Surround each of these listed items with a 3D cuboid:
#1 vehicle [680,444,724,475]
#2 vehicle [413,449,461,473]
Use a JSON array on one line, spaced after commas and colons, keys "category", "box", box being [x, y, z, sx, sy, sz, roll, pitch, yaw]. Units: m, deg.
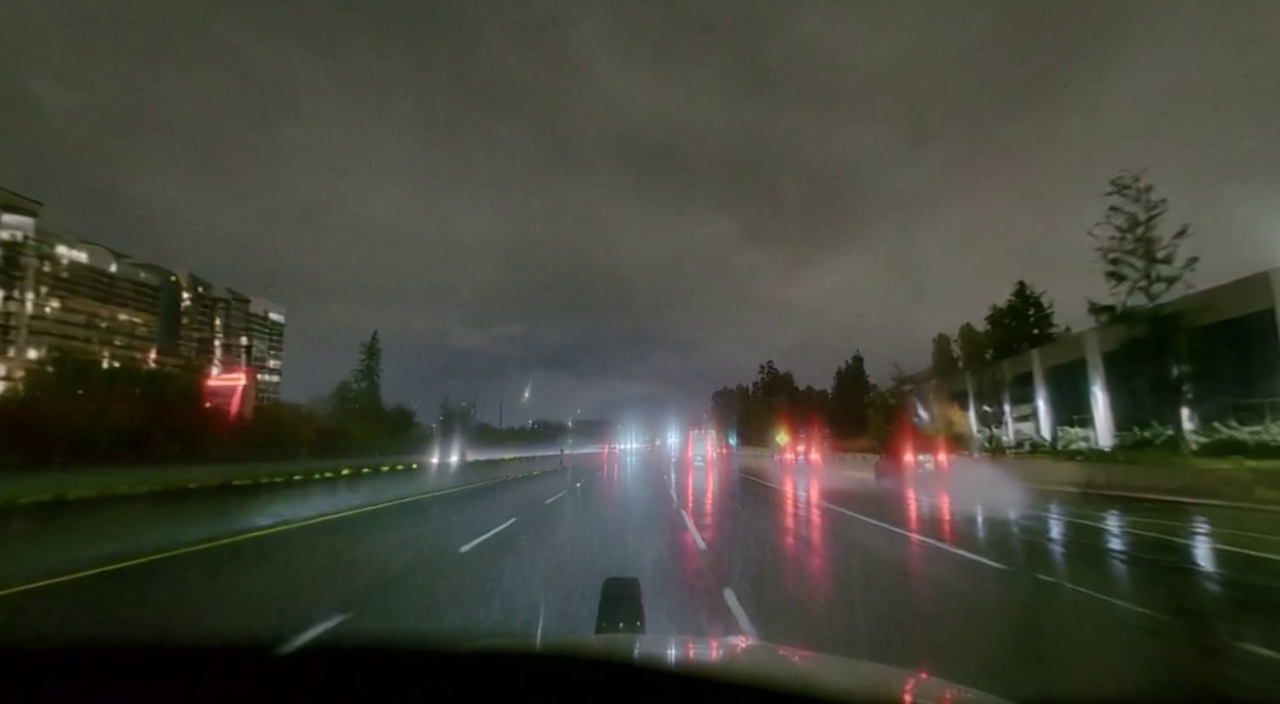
[{"category": "vehicle", "box": [3.355, 5.939, 35.043, 1.974, 1.557, 4.479, 0, -9, 0]}, {"category": "vehicle", "box": [-13.718, 7.354, 42.774, 1.749, 1.521, 4.263, 0, -9, 2]}]
